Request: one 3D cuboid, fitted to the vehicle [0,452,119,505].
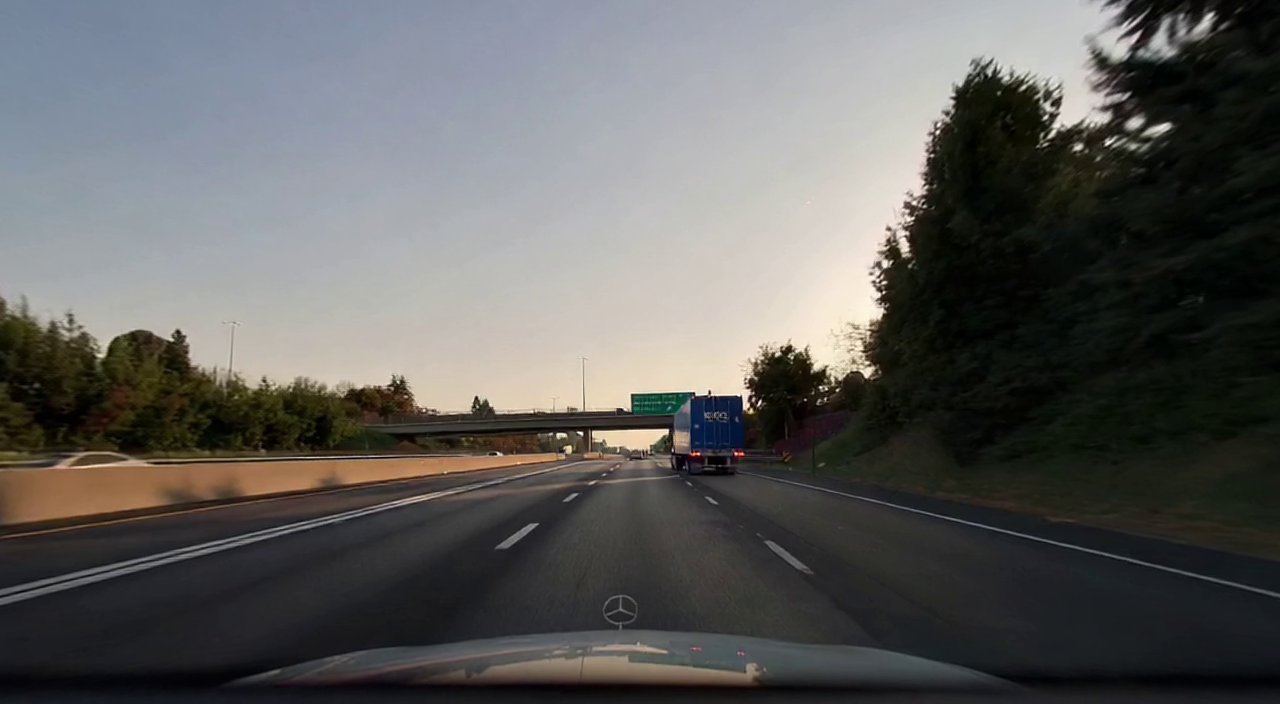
[{"bbox_3d":[-19.070,3.876,19.623,1.807,1.478,4.323,0,-9,-1],"label":"vehicle"}]

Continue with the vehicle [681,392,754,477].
[{"bbox_3d":[3.959,4.575,34.154,2.869,4.013,8.610,0,-9,0],"label":"vehicle"}]
